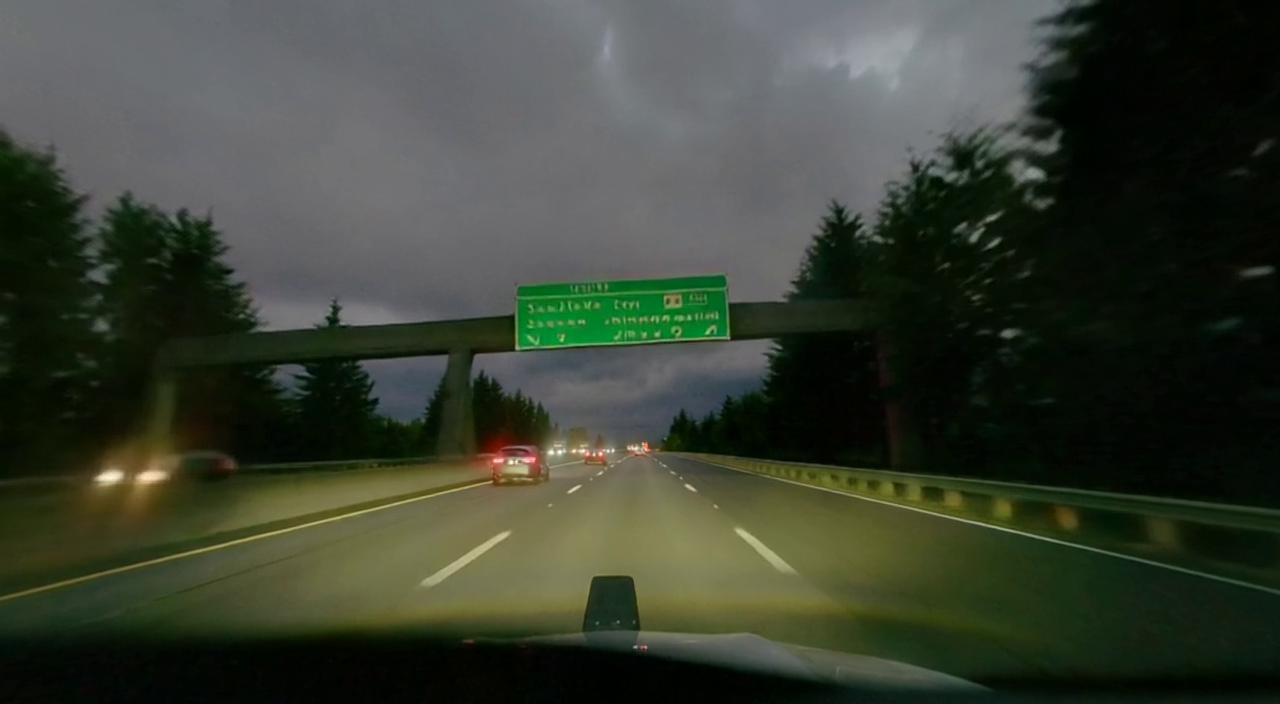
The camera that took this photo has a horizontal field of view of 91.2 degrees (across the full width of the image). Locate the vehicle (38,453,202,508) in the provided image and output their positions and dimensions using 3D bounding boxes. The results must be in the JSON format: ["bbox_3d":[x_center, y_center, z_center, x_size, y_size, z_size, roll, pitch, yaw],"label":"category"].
[{"bbox_3d":[-17.094,4.190,20.941,1.874,1.560,4.205,-1,-9,0],"label":"vehicle"}]

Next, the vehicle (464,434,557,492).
[{"bbox_3d":[-4.109,3.611,20.686,2.151,1.693,4.201,-1,-9,0],"label":"vehicle"}]
